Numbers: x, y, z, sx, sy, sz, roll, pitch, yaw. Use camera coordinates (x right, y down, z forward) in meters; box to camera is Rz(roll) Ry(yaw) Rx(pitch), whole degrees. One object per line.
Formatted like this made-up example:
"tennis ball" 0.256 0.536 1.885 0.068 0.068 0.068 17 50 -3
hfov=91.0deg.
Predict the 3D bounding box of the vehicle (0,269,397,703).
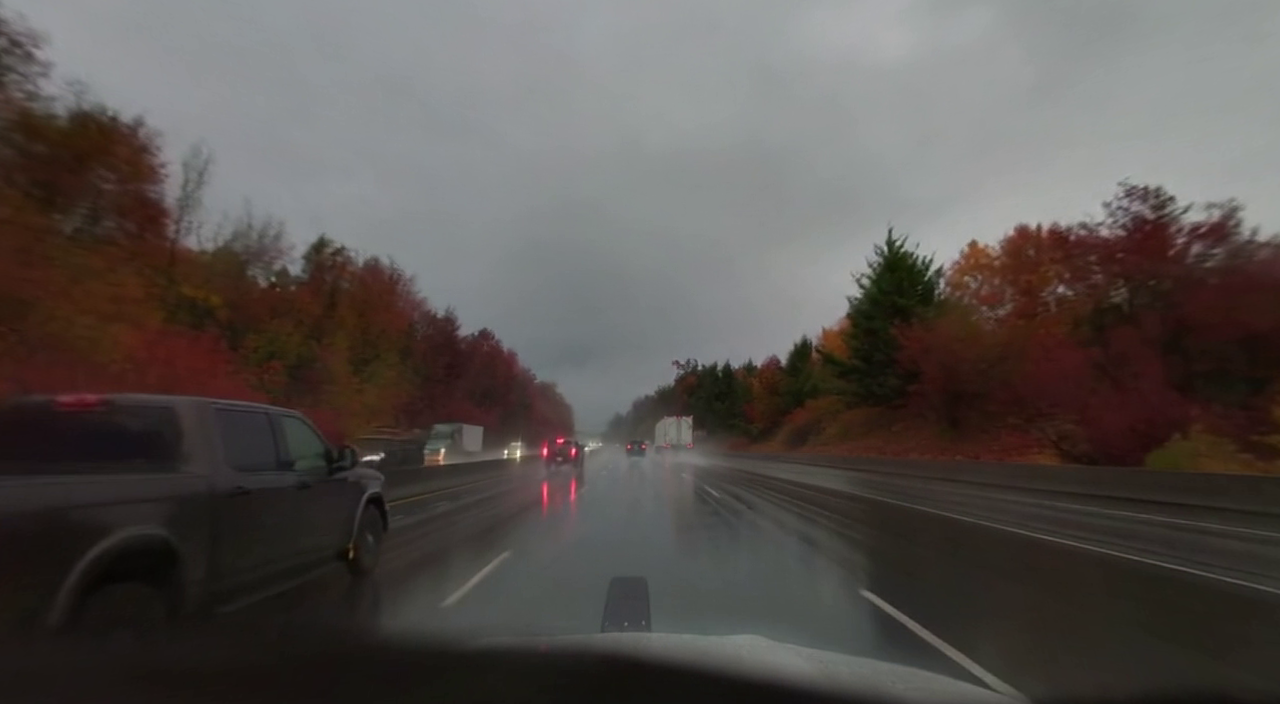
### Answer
"vehicle" -3.459 0.805 3.325 2.180 1.916 5.263 0 -8 1

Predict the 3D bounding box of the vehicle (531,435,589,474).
"vehicle" -3.684 4.851 29.979 2.077 1.669 4.739 0 -8 1

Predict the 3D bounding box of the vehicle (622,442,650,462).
"vehicle" -0.267 7.895 49.790 2.152 1.484 4.211 0 -8 0
